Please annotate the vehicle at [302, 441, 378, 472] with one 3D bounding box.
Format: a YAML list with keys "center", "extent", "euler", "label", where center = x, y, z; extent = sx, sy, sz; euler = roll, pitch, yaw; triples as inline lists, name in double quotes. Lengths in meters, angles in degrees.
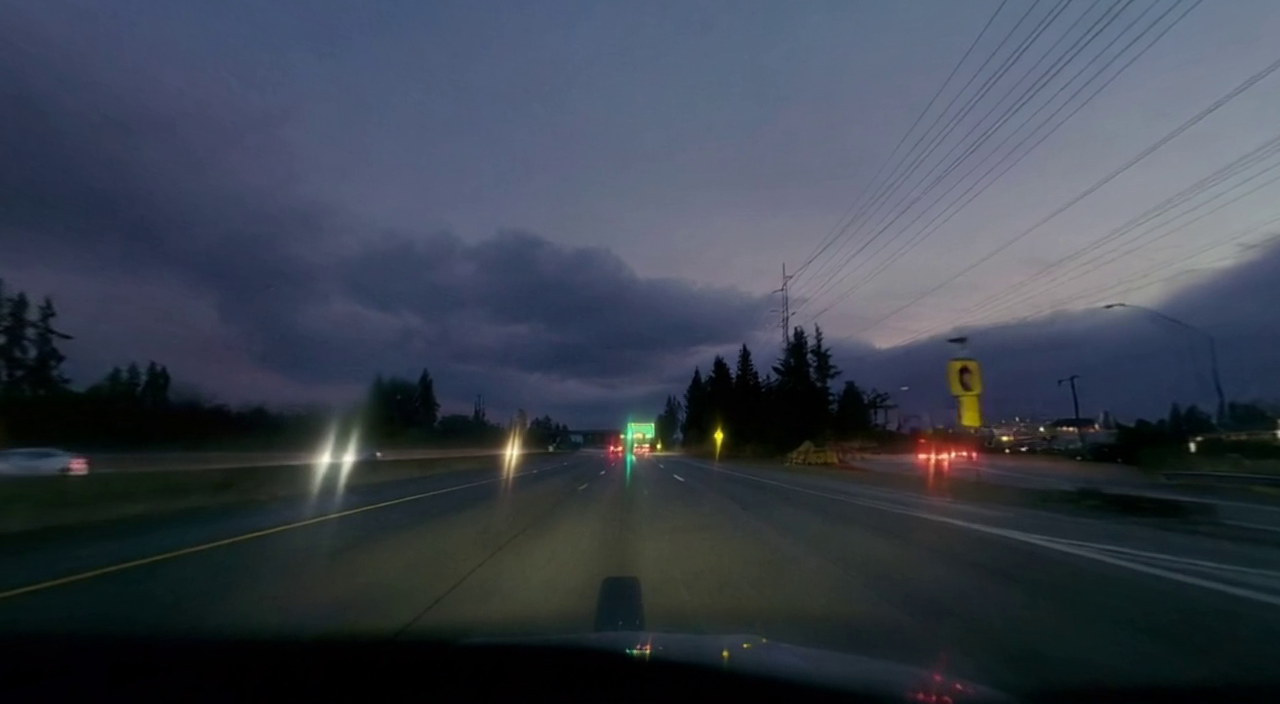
- center: [-17.783, 6.195, 37.751]
  extent: [2.078, 1.686, 4.951]
  euler: [0, -8, 0]
  label: "vehicle"
